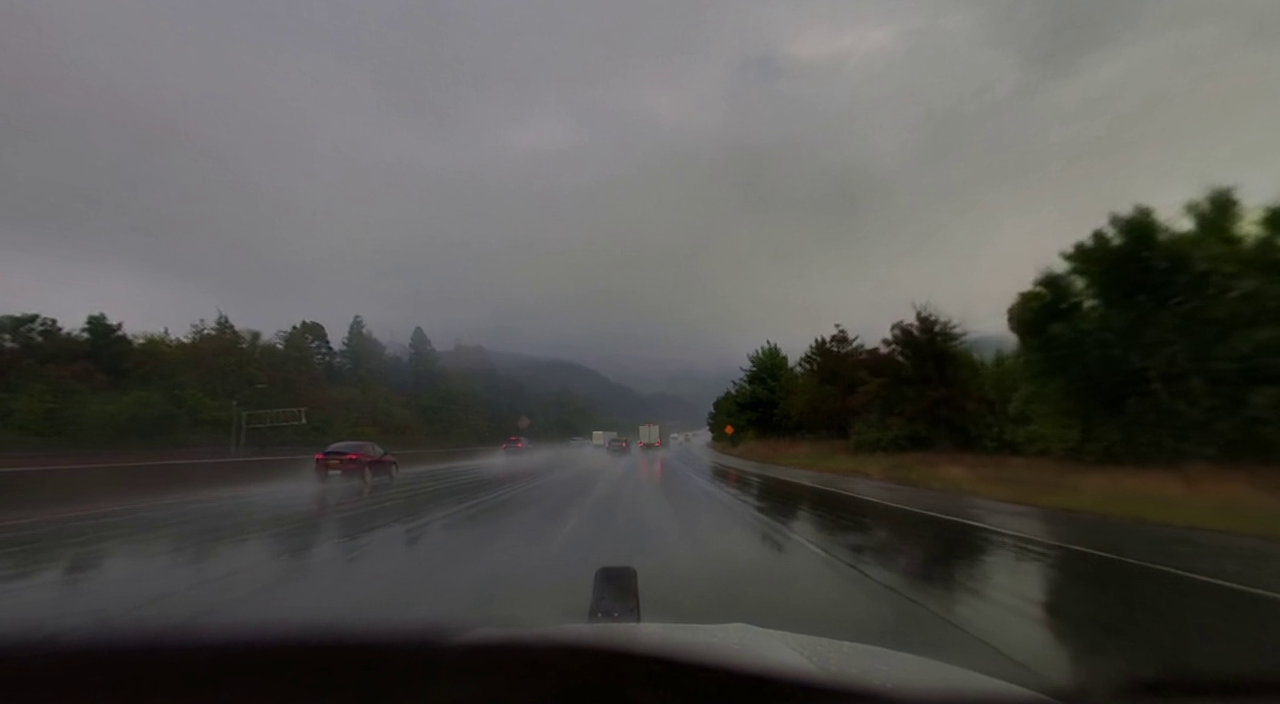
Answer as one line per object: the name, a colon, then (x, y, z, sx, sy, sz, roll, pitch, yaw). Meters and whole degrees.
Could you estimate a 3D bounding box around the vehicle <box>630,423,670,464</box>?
vehicle: (0.800, 7.007, 48.484, 2.768, 2.854, 6.757, 1, -8, 1)

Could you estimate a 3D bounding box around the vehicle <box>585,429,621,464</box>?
vehicle: (-2.804, 7.285, 48.840, 2.328, 2.519, 5.238, 0, -8, 2)

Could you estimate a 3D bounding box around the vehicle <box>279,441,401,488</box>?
vehicle: (-10.240, 3.860, 22.068, 1.952, 1.457, 4.689, 0, -8, 0)
